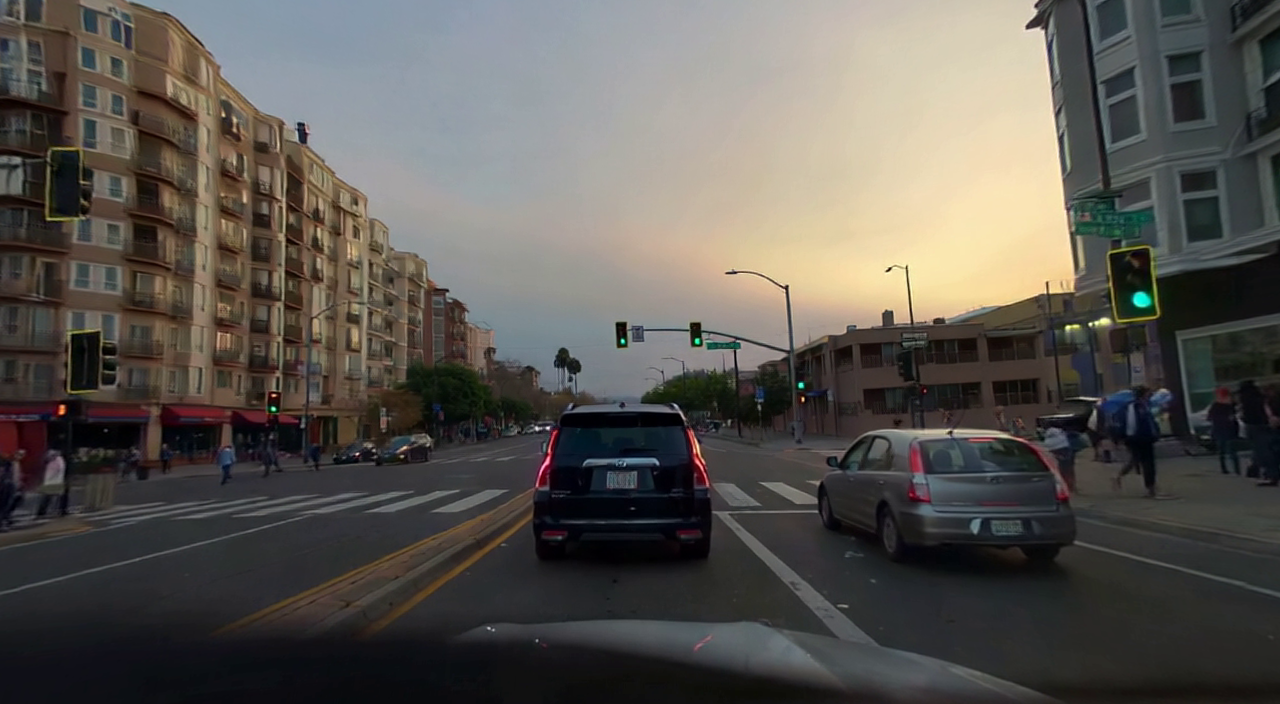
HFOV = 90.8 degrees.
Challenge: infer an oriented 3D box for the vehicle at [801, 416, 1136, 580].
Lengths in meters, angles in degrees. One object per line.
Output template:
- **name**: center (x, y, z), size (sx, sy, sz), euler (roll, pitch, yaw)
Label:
- **vehicle**: center (3.691, 1.719, 8.302), size (1.987, 1.538, 4.510), euler (0, -8, 0)

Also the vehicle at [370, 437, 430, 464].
- **vehicle**: center (-16.220, 6.674, 43.030), size (2.132, 1.710, 4.504), euler (0, -8, 2)

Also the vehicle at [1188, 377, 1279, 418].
- **vehicle**: center (26.564, 1.986, 27.163), size (4.287, 1.639, 1.729), euler (0, -8, 1)

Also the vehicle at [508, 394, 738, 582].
- **vehicle**: center (-0.146, 1.596, 8.128), size (2.168, 1.776, 4.135), euler (0, -8, 0)

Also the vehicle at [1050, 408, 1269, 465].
- **vehicle**: center (14.272, 2.371, 17.577), size (4.354, 1.466, 1.863), euler (0, -8, 2)
